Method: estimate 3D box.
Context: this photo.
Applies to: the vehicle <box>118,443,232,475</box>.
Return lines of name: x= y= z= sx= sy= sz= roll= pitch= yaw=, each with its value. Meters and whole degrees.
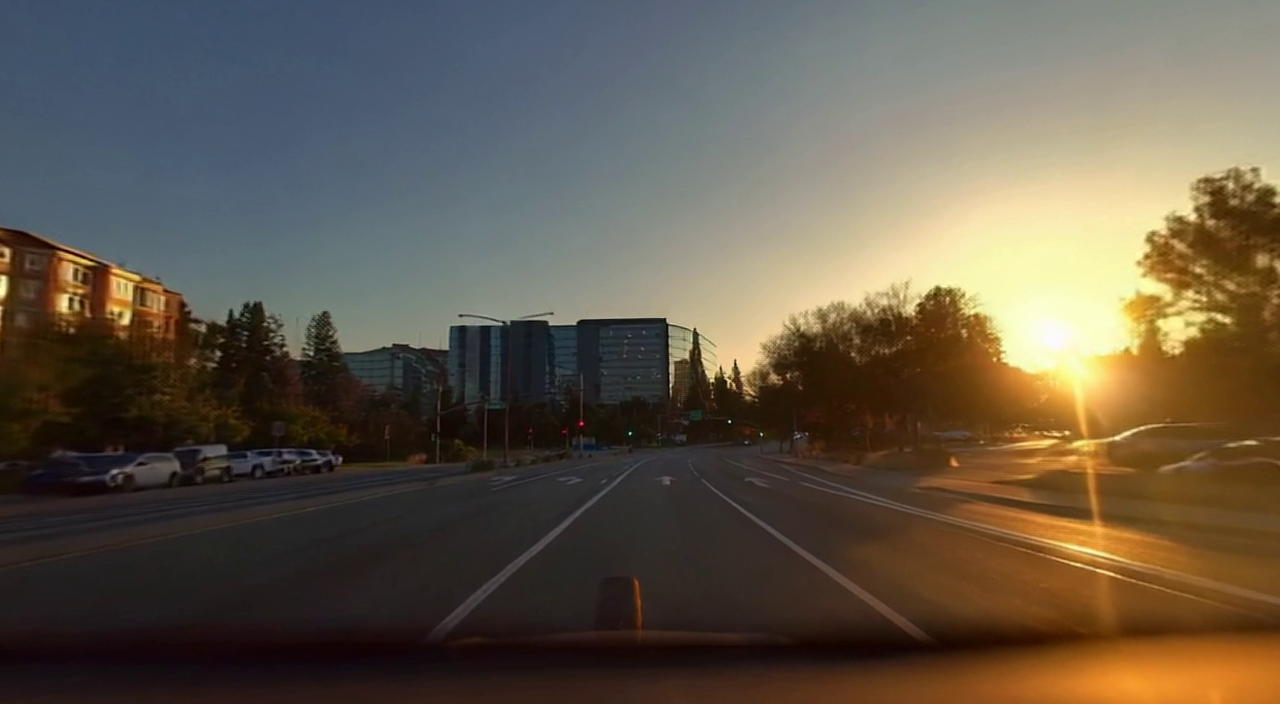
vehicle: x=-28.422 y=6.548 z=38.737 sx=5.248 sy=1.758 sz=2.122 roll=-1 pitch=-8 yaw=-2

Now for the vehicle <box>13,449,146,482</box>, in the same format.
vehicle: x=-29.113 y=5.888 z=32.944 sx=4.913 sy=1.677 sz=2.032 roll=0 pitch=-9 yaw=-2

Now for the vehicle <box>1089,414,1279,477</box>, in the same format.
vehicle: x=19.157 y=3.327 z=22.375 sx=2.074 sy=1.959 sz=4.793 roll=3 pitch=-9 yaw=-19
